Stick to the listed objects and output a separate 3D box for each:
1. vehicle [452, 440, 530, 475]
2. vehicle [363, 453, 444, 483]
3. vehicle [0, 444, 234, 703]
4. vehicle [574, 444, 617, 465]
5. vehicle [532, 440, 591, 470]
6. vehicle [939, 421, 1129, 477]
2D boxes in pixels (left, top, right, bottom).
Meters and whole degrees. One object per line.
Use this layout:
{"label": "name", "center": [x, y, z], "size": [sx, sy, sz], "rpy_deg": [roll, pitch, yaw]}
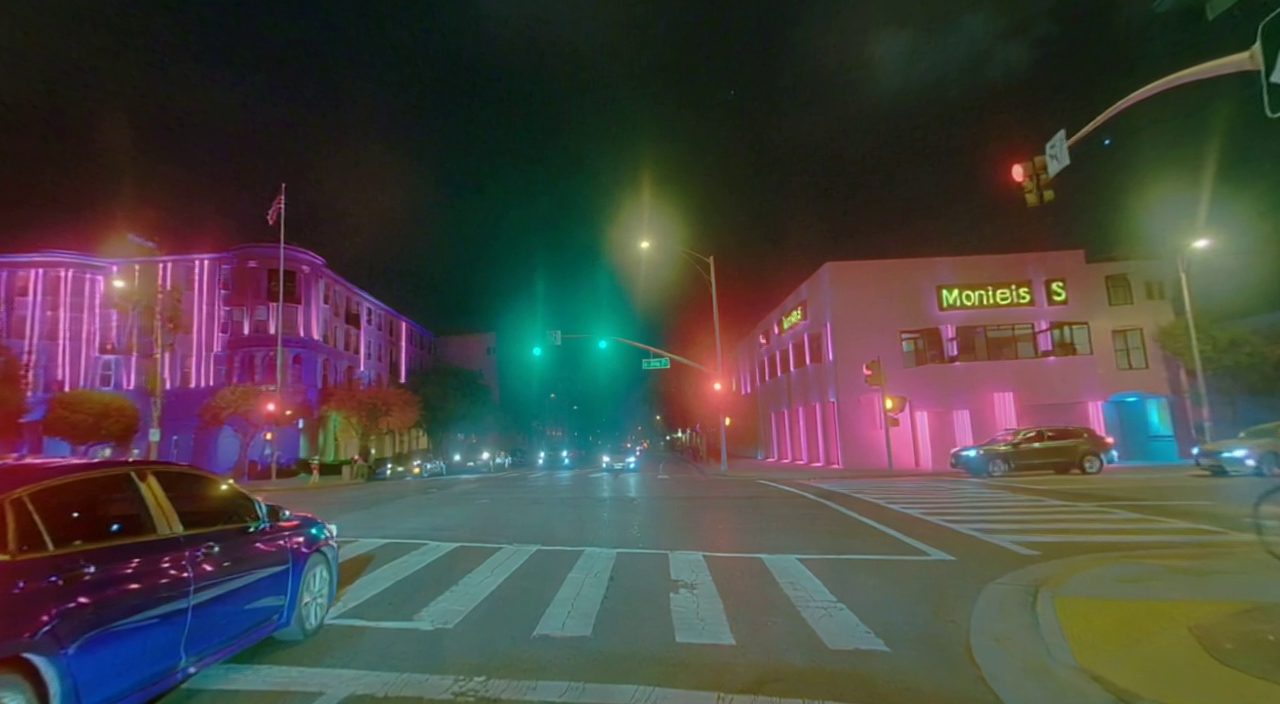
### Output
{"label": "vehicle", "center": [-8.393, 5.980, 36.058], "size": [2.152, 1.825, 5.406], "rpy_deg": [-2, -9, 12]}
{"label": "vehicle", "center": [-12.586, 6.175, 33.872], "size": [1.976, 1.425, 4.567], "rpy_deg": [-1, -9, 9]}
{"label": "vehicle", "center": [-3.688, 0.978, 2.144], "size": [1.759, 1.325, 4.295], "rpy_deg": [0, -9, 0]}
{"label": "vehicle", "center": [-3.043, 7.167, 44.031], "size": [1.743, 1.362, 4.350], "rpy_deg": [-2, -9, 14]}
{"label": "vehicle", "center": [-4.497, 5.993, 36.856], "size": [1.928, 1.647, 4.575], "rpy_deg": [-2, -9, 13]}
{"label": "vehicle", "center": [11.575, 2.892, 18.791], "size": [4.355, 1.546, 1.820], "rpy_deg": [-1, -9, 6]}
